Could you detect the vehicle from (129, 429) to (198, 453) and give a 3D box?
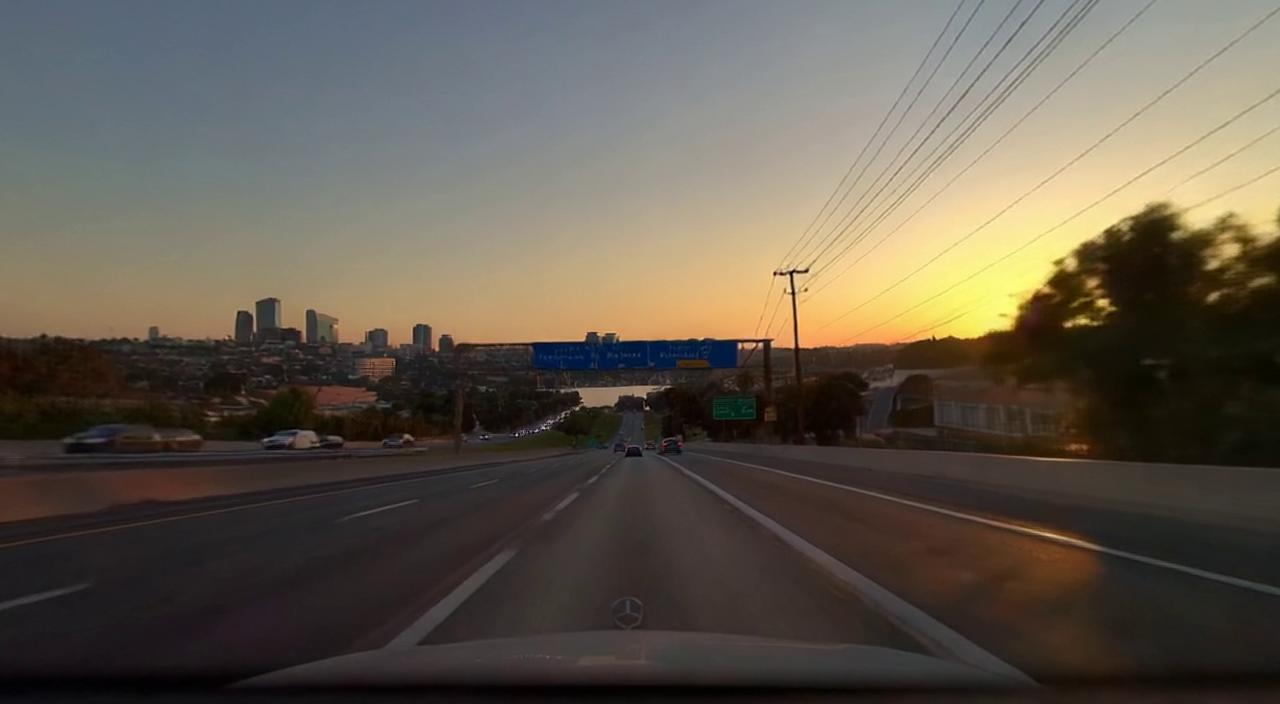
[{"bbox_3d":[-33.453,6.276,44.402,1.852,1.606,3.908,0,-8,-1],"label":"vehicle"}]

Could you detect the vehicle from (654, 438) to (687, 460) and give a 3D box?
[{"bbox_3d":[2.113,6.981,45.541,2.036,1.486,4.375,0,-8,-2],"label":"vehicle"}]

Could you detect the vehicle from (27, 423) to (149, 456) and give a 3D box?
[{"bbox_3d":[-26.312,4.216,30.302,1.791,1.455,4.487,0,-8,0],"label":"vehicle"}]
